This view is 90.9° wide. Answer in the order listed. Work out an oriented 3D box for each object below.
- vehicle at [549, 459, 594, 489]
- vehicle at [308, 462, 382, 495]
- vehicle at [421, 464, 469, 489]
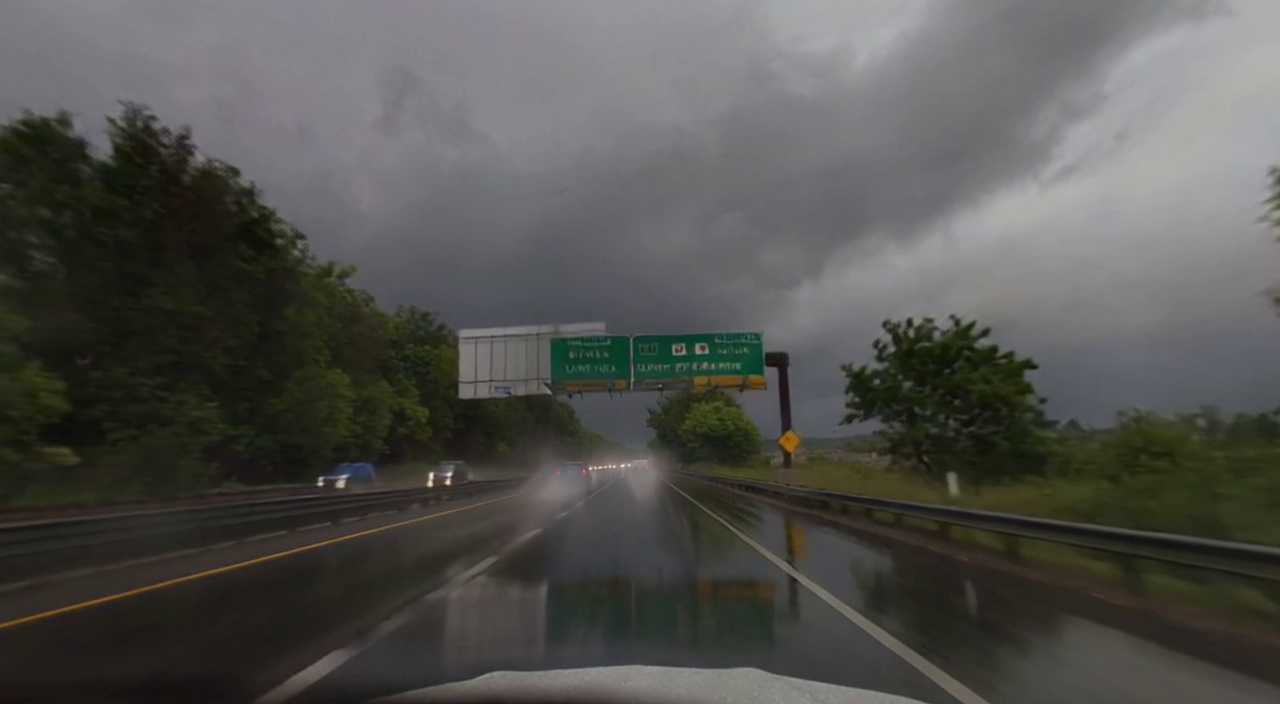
[{"bbox_3d":[-3.866,7.011,36.365,2.081,1.586,4.245,0,-10,1],"label":"vehicle"},{"bbox_3d":[-17.466,7.512,37.585,1.931,1.758,4.915,0,-10,1],"label":"vehicle"},{"bbox_3d":[-13.961,8.912,45.337,2.021,1.674,4.329,1,-10,0],"label":"vehicle"}]
